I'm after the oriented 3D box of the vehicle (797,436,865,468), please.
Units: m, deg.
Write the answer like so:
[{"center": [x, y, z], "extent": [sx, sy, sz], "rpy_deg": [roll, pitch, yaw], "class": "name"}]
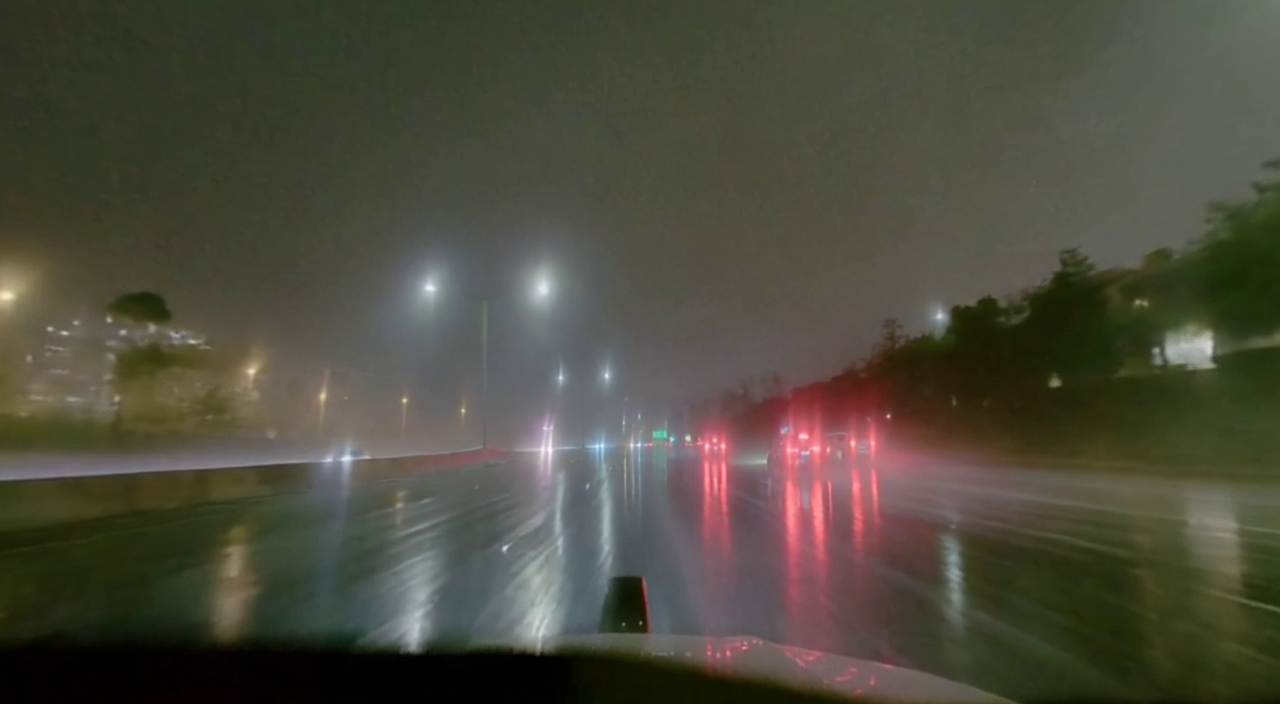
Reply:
[{"center": [9.839, 5.176, 32.824], "extent": [2.000, 1.514, 4.585], "rpy_deg": [0, -9, -1], "class": "vehicle"}]
